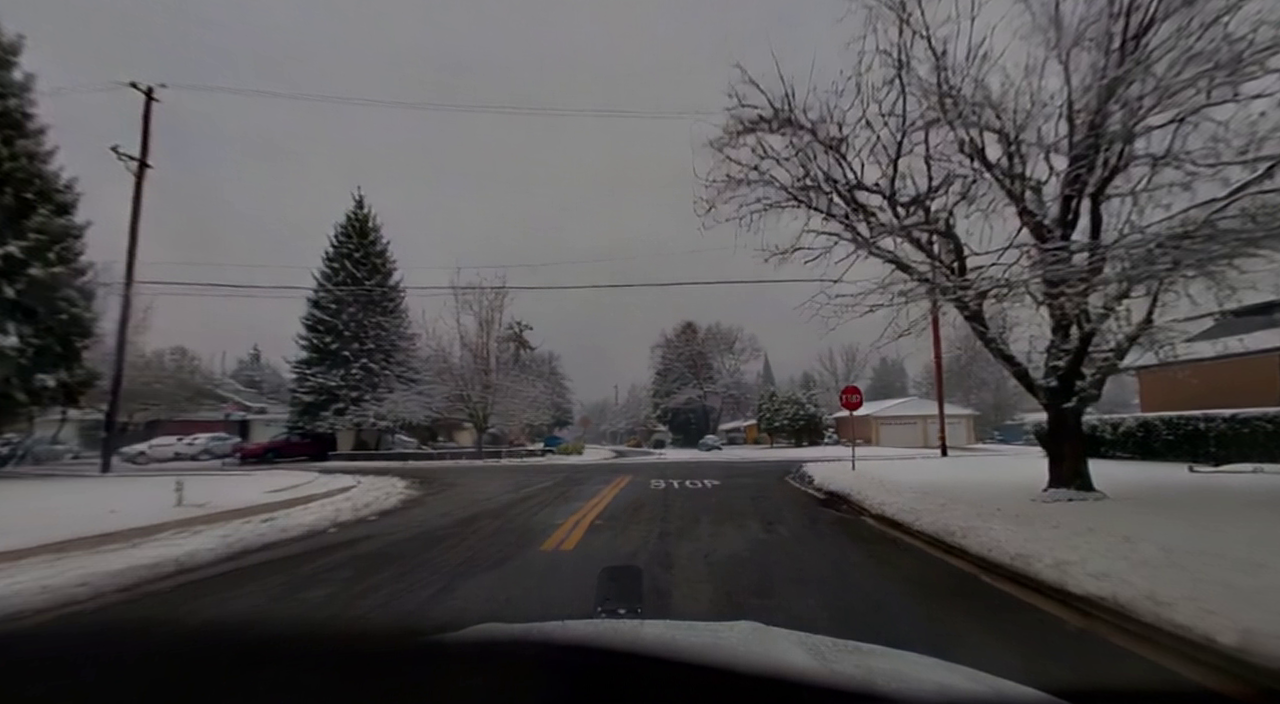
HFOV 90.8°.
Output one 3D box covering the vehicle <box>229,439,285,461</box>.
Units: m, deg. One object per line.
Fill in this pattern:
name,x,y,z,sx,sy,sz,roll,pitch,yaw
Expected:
vehicle,-24.619,6.296,40.769,1.864,1.337,3.943,3,-8,-13
